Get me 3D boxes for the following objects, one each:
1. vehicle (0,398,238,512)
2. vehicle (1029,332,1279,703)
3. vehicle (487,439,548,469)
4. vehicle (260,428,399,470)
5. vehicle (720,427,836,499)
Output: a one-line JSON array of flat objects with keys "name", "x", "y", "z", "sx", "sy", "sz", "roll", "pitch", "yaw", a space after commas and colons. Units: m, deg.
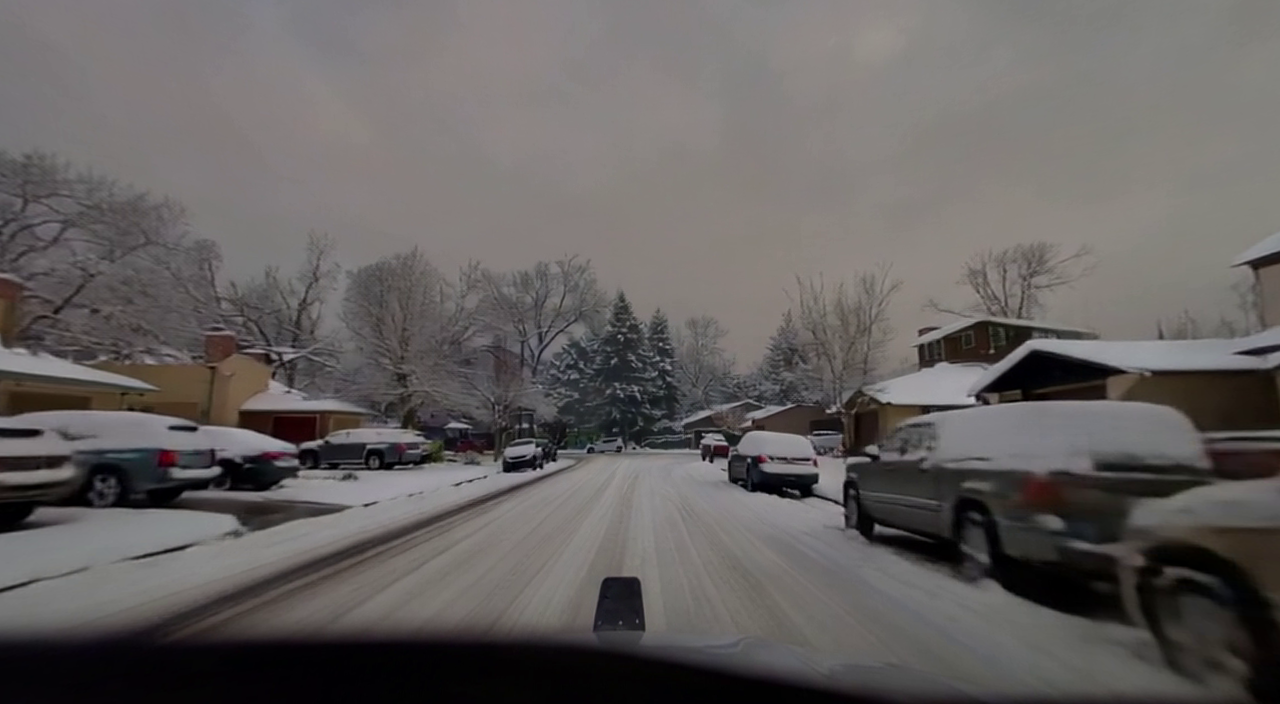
[{"name": "vehicle", "x": -10.138, "y": 1.818, "z": 11.343, "sx": 4.448, "sy": 1.850, "sz": 1.957, "roll": 0, "pitch": -8, "yaw": 1}, {"name": "vehicle", "x": 3.862, "y": 0.688, "z": 1.766, "sx": 2.046, "sy": 1.835, "sz": 5.411, "roll": 0, "pitch": -8, "yaw": -1}, {"name": "vehicle", "x": -6.720, "y": 5.498, "z": 34.308, "sx": 2.236, "sy": 1.459, "sz": 4.832, "roll": 3, "pitch": -9, "yaw": -23}, {"name": "vehicle", "x": -11.744, "y": 3.695, "z": 24.131, "sx": 4.221, "sy": 1.508, "sz": 2.032, "roll": 0, "pitch": -9, "yaw": 0}, {"name": "vehicle", "x": 3.912, "y": 3.240, "z": 19.045, "sx": 2.235, "sy": 1.829, "sz": 5.194, "roll": 0, "pitch": -8, "yaw": -1}]
